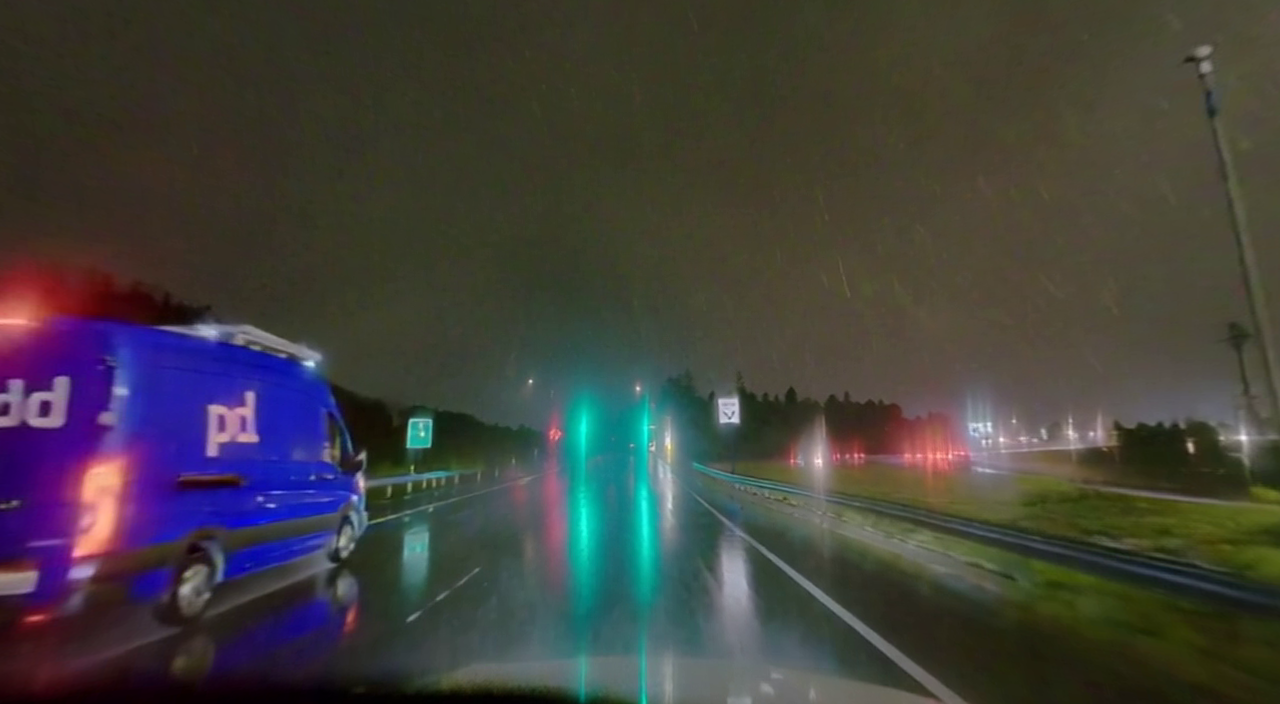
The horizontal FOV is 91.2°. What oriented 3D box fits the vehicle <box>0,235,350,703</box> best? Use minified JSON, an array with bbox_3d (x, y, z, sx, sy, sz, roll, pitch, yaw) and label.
[{"bbox_3d":[-5.103,1.129,6.708,2.463,2.640,7.034,2,-9,-16],"label":"vehicle"}]
